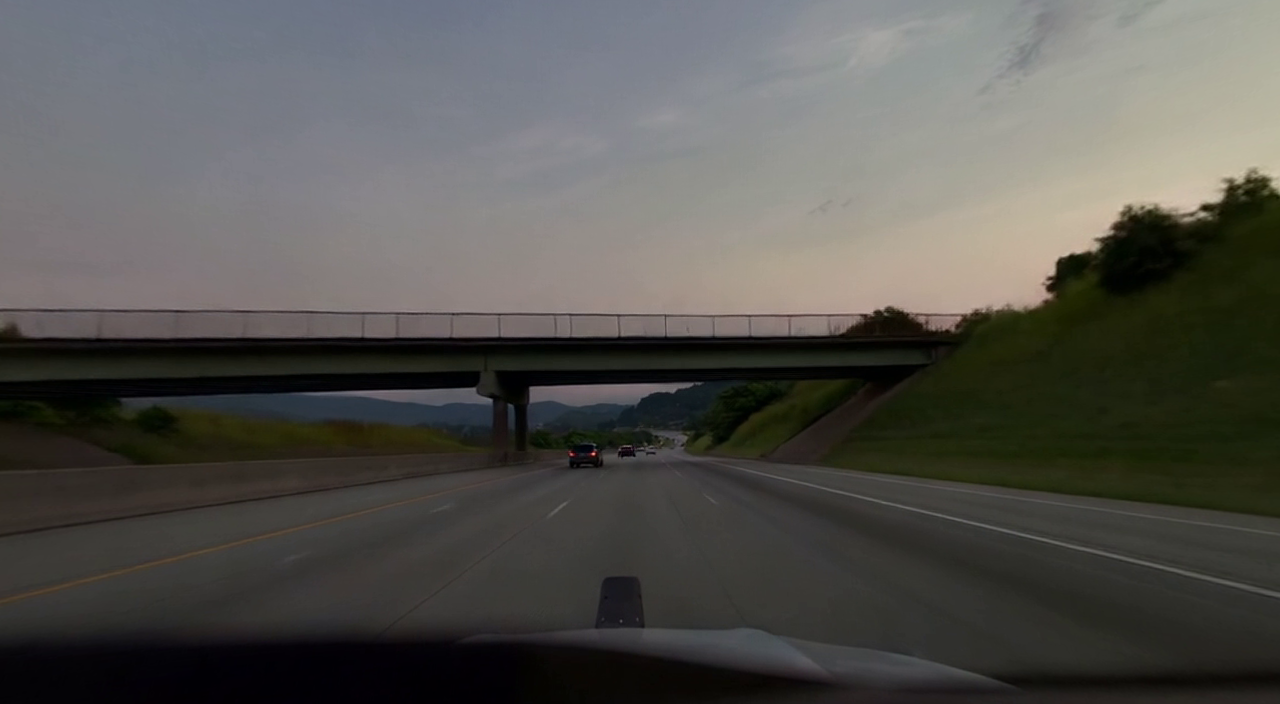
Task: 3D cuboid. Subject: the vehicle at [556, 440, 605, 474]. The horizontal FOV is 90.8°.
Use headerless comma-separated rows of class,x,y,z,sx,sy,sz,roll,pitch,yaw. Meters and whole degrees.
vehicle,-3.197,5.791,34.852,2.181,1.730,4.517,0,-9,1
